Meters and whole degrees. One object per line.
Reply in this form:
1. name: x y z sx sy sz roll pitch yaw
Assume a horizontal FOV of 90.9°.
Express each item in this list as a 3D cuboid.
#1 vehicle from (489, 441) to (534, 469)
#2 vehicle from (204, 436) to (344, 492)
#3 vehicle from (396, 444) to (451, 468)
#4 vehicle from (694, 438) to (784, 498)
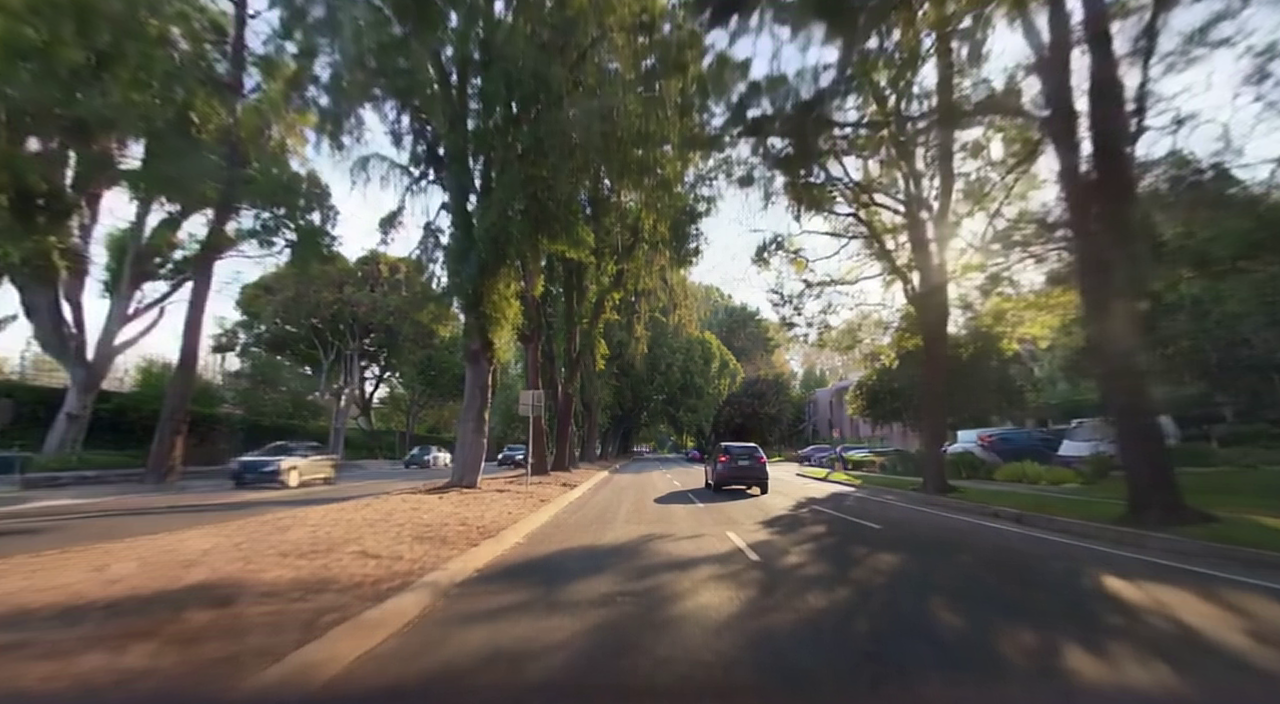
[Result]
1. vehicle: -8.507 6.862 42.121 2.070 1.703 4.301 0 -9 0
2. vehicle: -11.581 3.554 20.362 1.879 1.563 4.322 0 -8 0
3. vehicle: -14.283 6.862 41.802 2.094 1.504 4.283 0 -9 1
4. vehicle: 3.051 3.688 20.524 2.108 1.712 4.616 0 -9 -1
